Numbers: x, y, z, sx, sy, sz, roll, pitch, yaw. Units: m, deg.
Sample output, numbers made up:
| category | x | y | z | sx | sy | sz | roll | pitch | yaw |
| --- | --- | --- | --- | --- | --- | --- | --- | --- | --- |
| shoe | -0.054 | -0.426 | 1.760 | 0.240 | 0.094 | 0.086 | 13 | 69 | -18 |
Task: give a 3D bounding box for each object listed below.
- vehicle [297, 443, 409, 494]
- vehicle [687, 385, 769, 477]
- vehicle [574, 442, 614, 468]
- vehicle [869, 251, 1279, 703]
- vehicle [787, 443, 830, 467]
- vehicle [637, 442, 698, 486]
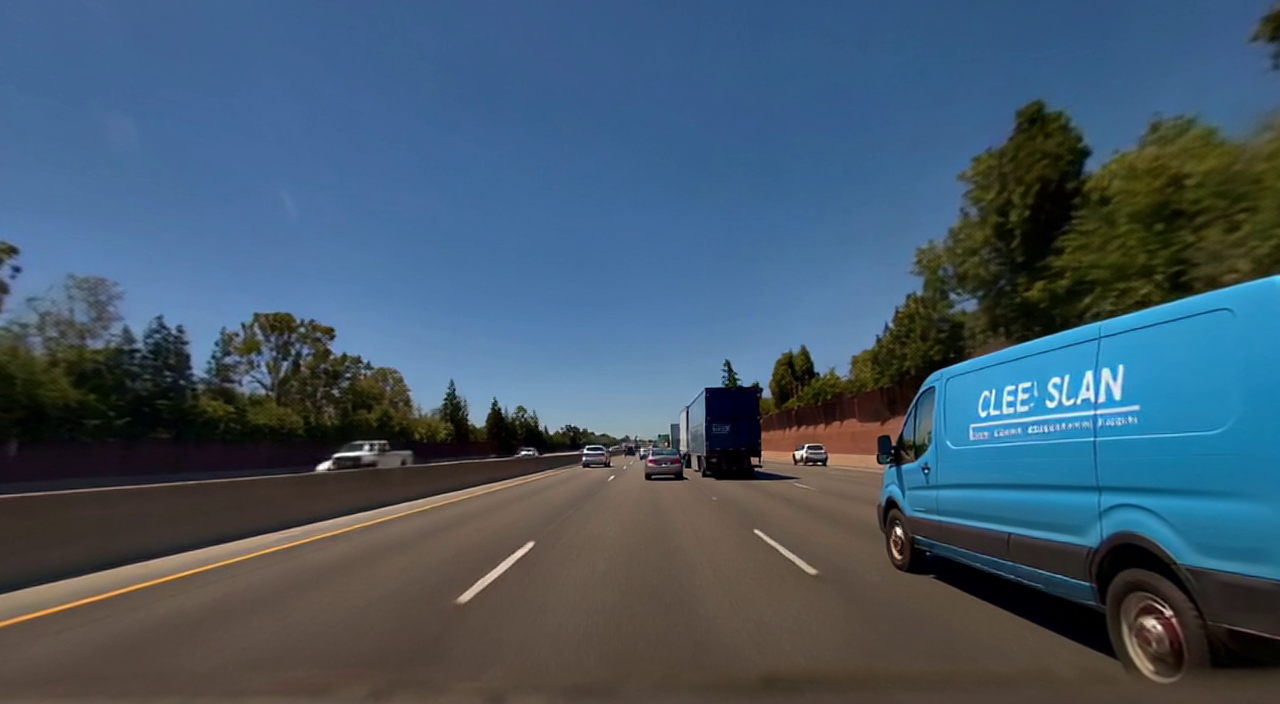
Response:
| category | x | y | z | sx | sy | sz | roll | pitch | yaw |
| --- | --- | --- | --- | --- | --- | --- | --- | --- | --- |
| vehicle | -12.012 | 4.889 | 26.954 | 2.166 | 1.890 | 5.403 | 0 | -9 | 1 |
| vehicle | 4.373 | 4.442 | 34.337 | 2.821 | 4.077 | 12.562 | 0 | -9 | 1 |
| vehicle | -2.904 | 6.687 | 41.050 | 2.182 | 1.601 | 4.364 | 0 | -9 | 1 |
| vehicle | 3.628 | 0.848 | 3.725 | 2.441 | 2.017 | 5.739 | 0 | -9 | 1 |
| vehicle | 11.206 | 6.863 | 42.268 | 1.870 | 1.525 | 3.680 | 0 | -9 | 0 |
| vehicle | 0.917 | 4.168 | 23.735 | 2.063 | 1.469 | 4.208 | 0 | -9 | 0 |
